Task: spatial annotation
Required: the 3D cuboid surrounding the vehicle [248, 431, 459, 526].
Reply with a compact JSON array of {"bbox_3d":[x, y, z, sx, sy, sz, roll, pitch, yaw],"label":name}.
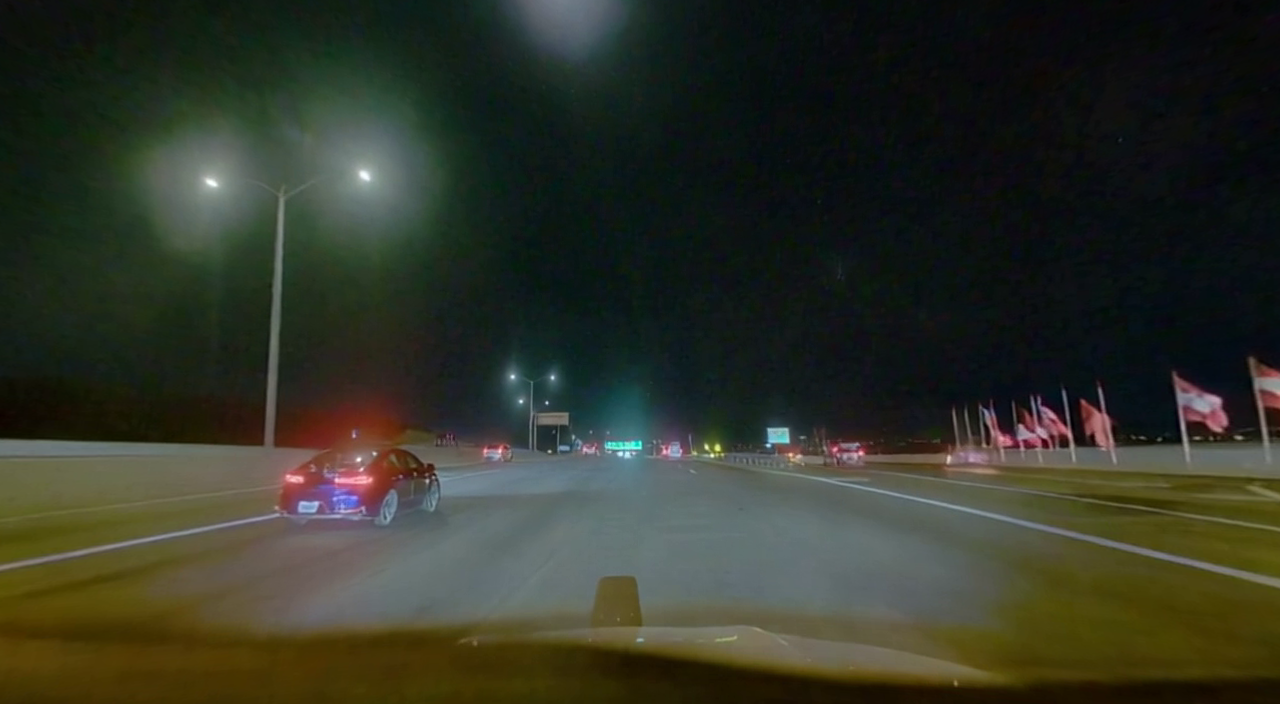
[{"bbox_3d":[-5.090,2.303,12.060,1.981,1.465,4.334,0,-9,0],"label":"vehicle"}]
